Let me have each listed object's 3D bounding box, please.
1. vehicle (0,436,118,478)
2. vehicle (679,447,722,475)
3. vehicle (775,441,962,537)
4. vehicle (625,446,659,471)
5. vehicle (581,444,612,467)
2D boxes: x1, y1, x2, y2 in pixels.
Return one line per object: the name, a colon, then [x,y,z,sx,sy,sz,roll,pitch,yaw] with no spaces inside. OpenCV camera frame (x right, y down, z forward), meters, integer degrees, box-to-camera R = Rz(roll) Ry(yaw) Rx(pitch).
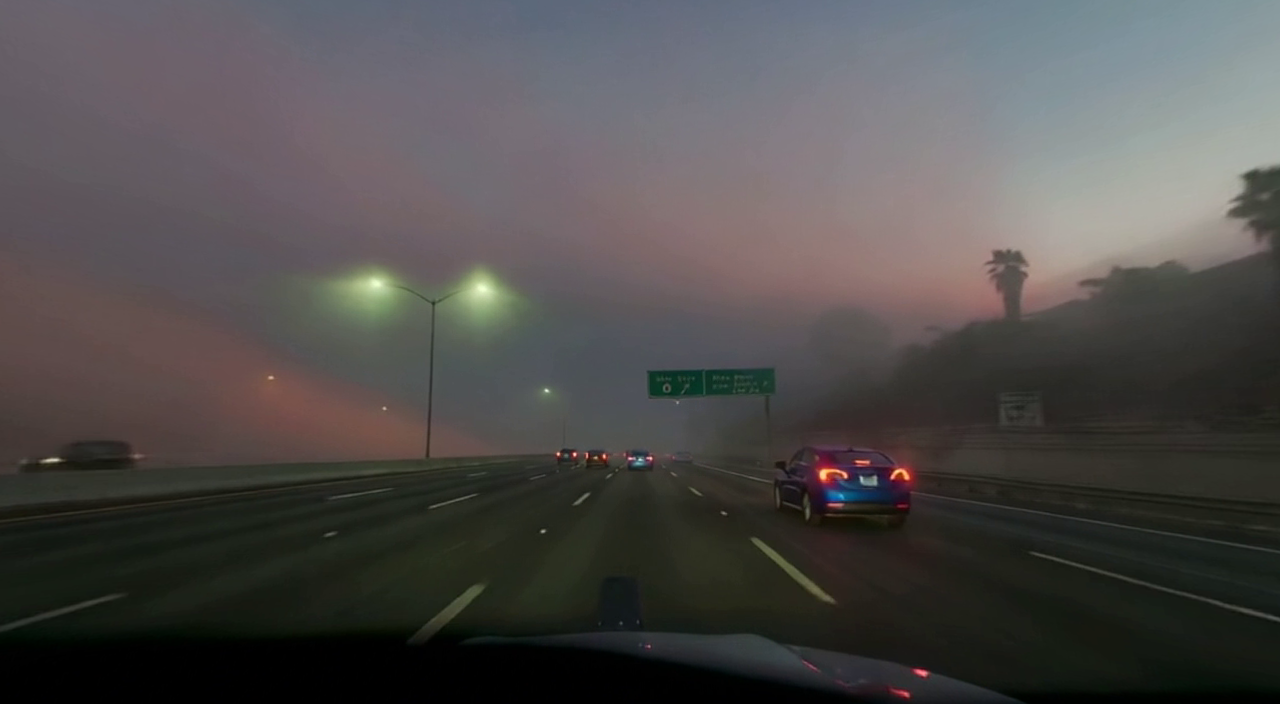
vehicle: [-23.222,4.117,24.899,1.734,1.524,3.833,-1,-9,1]
vehicle: [3.474,6.340,36.827,2.036,1.517,4.256,0,-9,-1]
vehicle: [4.184,2.559,12.504,2.077,1.527,4.553,0,-9,1]
vehicle: [0.112,7.065,41.977,2.166,1.496,4.158,0,-9,0]
vehicle: [-3.306,7.961,48.466,2.091,1.664,4.157,0,-9,0]
